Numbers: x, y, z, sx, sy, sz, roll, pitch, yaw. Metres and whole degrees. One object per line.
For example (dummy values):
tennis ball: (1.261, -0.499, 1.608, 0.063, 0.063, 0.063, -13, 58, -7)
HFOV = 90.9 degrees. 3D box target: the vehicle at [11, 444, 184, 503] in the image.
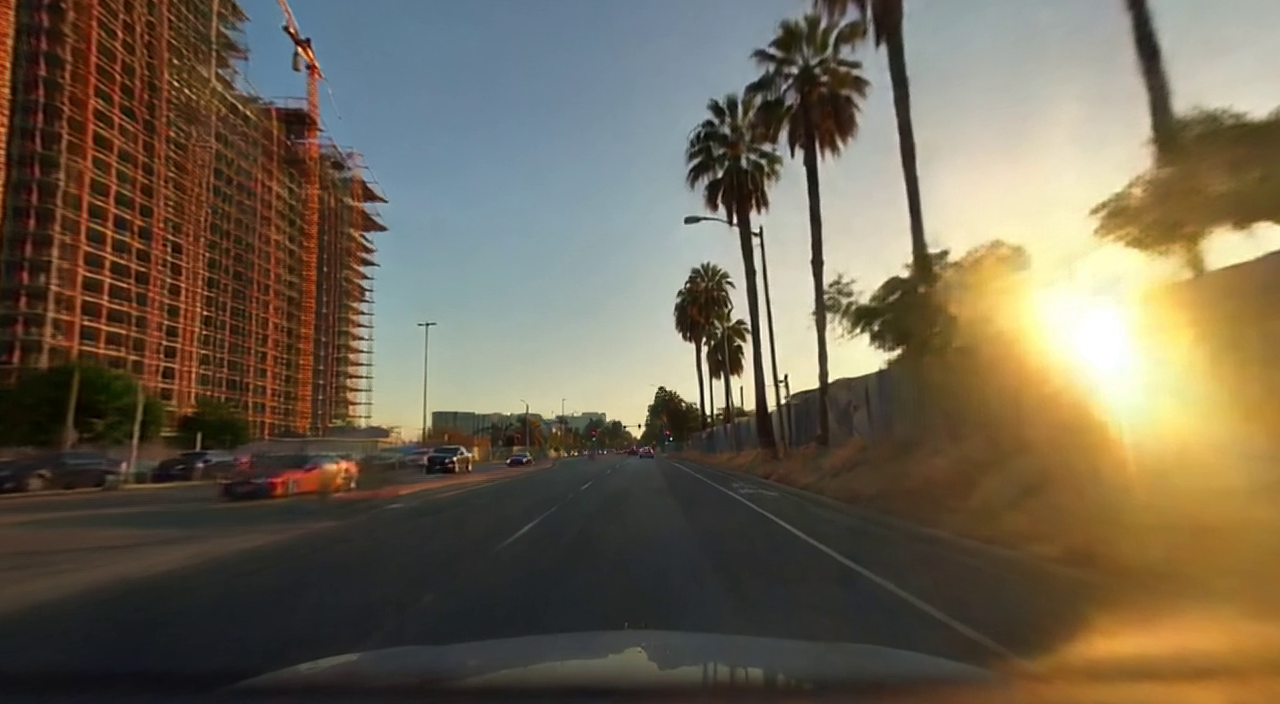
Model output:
vehicle: (-19.540, 4.340, 23.070, 2.105, 1.805, 4.641, -3, -8, 2)

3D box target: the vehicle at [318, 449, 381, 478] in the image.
vehicle: (-19.234, 7.355, 41.985, 1.985, 1.625, 4.749, -2, -7, -1)

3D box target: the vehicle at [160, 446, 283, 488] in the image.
vehicle: (-19.459, 5.327, 29.645, 2.378, 1.783, 4.912, 0, -9, 0)

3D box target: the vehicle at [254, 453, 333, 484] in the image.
vehicle: (-19.274, 6.472, 35.335, 1.836, 1.418, 4.956, -2, -7, -2)

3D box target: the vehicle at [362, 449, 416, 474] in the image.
vehicle: (-19.255, 8.398, 48.657, 1.956, 1.659, 5.546, -2, -8, 0)
